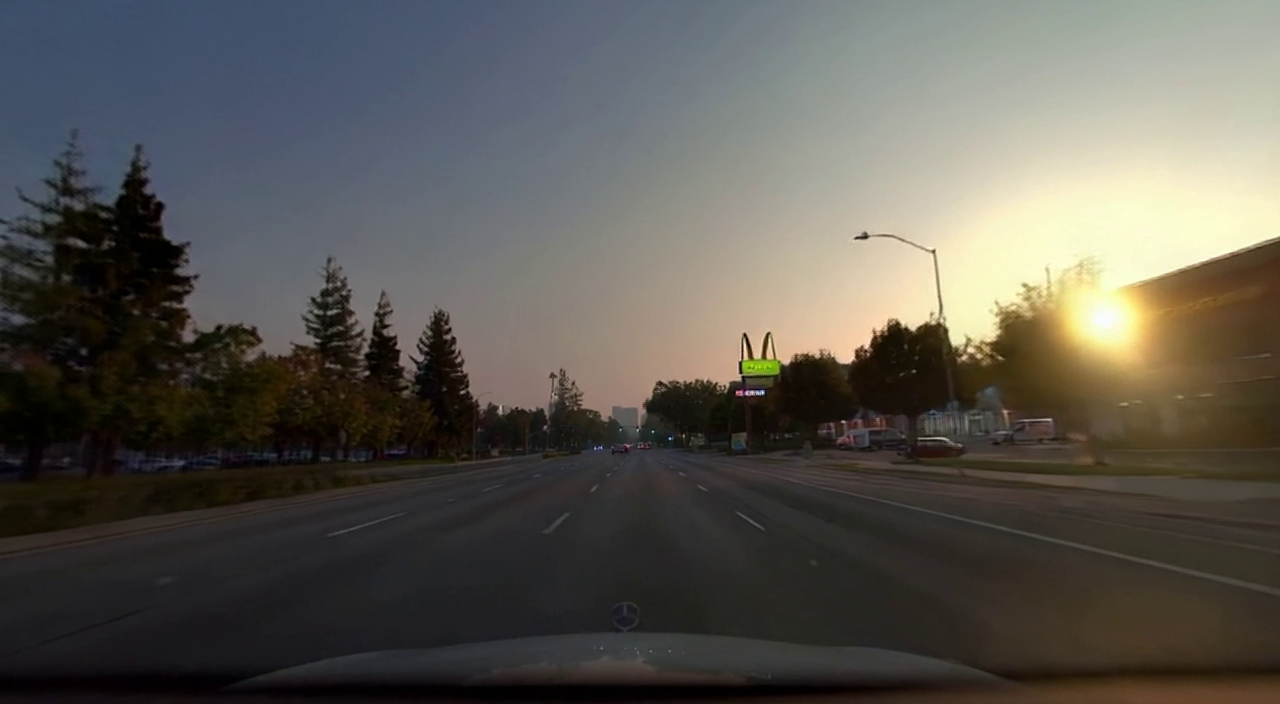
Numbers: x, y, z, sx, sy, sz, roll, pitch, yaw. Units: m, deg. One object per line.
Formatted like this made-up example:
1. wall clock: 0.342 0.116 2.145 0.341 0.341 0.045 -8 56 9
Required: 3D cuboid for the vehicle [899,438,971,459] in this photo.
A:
1. vehicle: 22.311 7.277 47.834 4.373 1.532 2.071 0 -8 -1
